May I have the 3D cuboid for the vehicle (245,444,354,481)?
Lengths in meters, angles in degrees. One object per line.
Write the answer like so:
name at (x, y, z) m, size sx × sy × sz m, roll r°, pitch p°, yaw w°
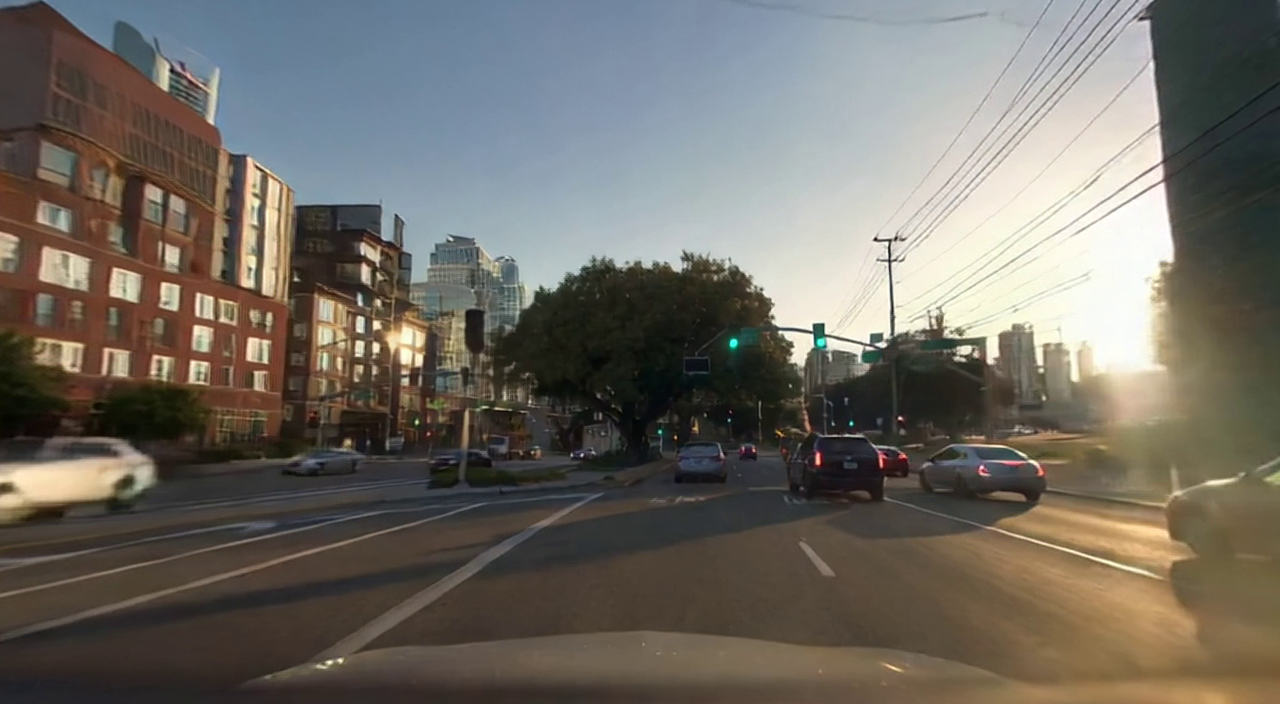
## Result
vehicle at (-15.035, 4.877, 28.216) m, size 1.905 × 1.469 × 4.825 m, roll -1°, pitch -8°, yaw 5°

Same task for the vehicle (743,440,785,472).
vehicle at (6.641, 5.594, 34.131) m, size 1.896 × 1.612 × 4.203 m, roll -1°, pitch -8°, yaw 7°

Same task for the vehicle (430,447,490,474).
vehicle at (-10.172, 6.148, 35.970) m, size 1.779 × 1.388 × 4.210 m, roll -1°, pitch -8°, yaw 7°

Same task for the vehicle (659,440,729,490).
vehicle at (1.916, 3.816, 21.735) m, size 2.168 × 1.527 × 4.174 m, roll -1°, pitch -8°, yaw 7°

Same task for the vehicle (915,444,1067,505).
vehicle at (9.538, 3.309, 17.642) m, size 1.882 × 1.463 × 4.543 m, roll -1°, pitch -8°, yaw 4°

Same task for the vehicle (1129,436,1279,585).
vehicle at (7.283, 1.522, 5.902) m, size 1.866 × 1.471 × 4.478 m, roll 0°, pitch -8°, yaw 1°

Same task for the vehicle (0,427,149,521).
vehicle at (-12.773, 2.377, 12.490) m, size 2.057 × 1.705 × 4.754 m, roll -1°, pitch -8°, yaw 3°

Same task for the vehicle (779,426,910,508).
vehicle at (5.132, 2.929, 16.603) m, size 2.119 × 1.810 × 4.848 m, roll -1°, pitch -8°, yaw 4°
